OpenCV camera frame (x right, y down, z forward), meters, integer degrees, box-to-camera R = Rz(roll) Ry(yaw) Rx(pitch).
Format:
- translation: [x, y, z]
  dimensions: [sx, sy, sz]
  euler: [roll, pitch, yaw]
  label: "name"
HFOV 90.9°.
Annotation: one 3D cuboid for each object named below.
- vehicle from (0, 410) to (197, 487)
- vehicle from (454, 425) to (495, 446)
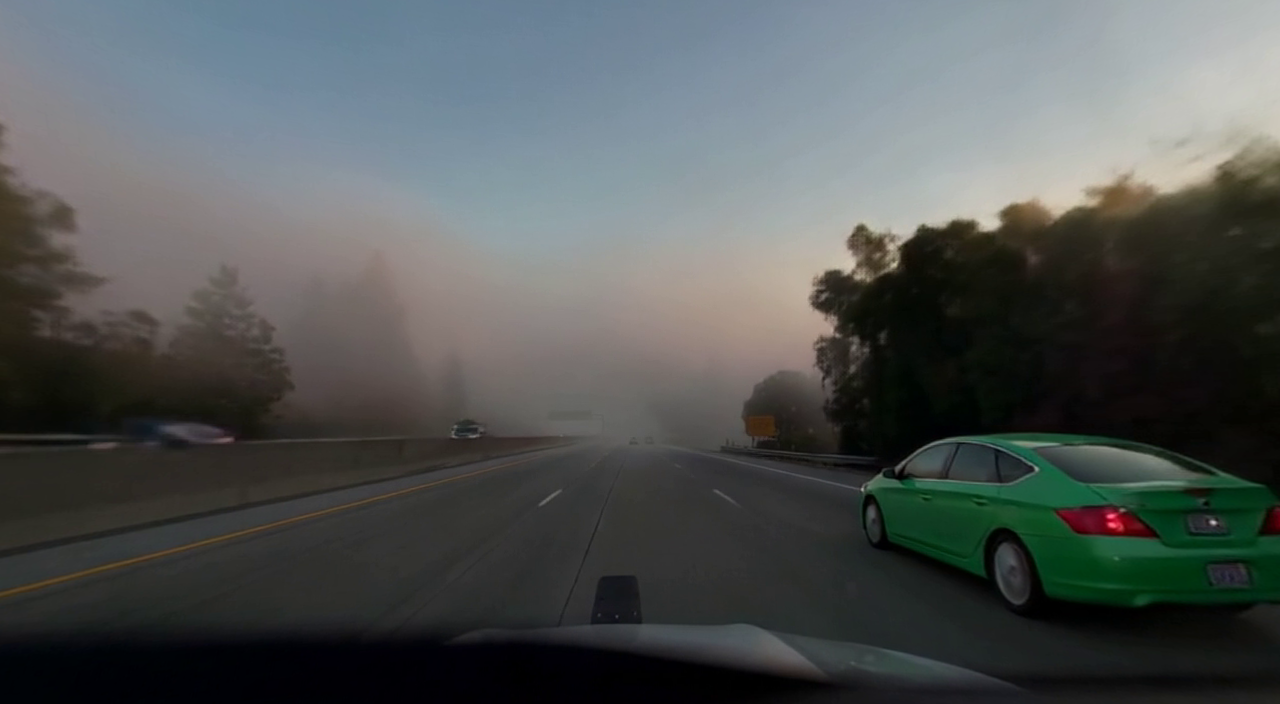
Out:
- translation: [-12.271, 2.102, 13.942]
  dimensions: [1.885, 1.420, 4.239]
  euler: [0, -8, -1]
  label: "vehicle"
- translation: [-12.710, 6.482, 48.670]
  dimensions: [1.906, 1.530, 4.488]
  euler: [0, -8, 0]
  label: "vehicle"
